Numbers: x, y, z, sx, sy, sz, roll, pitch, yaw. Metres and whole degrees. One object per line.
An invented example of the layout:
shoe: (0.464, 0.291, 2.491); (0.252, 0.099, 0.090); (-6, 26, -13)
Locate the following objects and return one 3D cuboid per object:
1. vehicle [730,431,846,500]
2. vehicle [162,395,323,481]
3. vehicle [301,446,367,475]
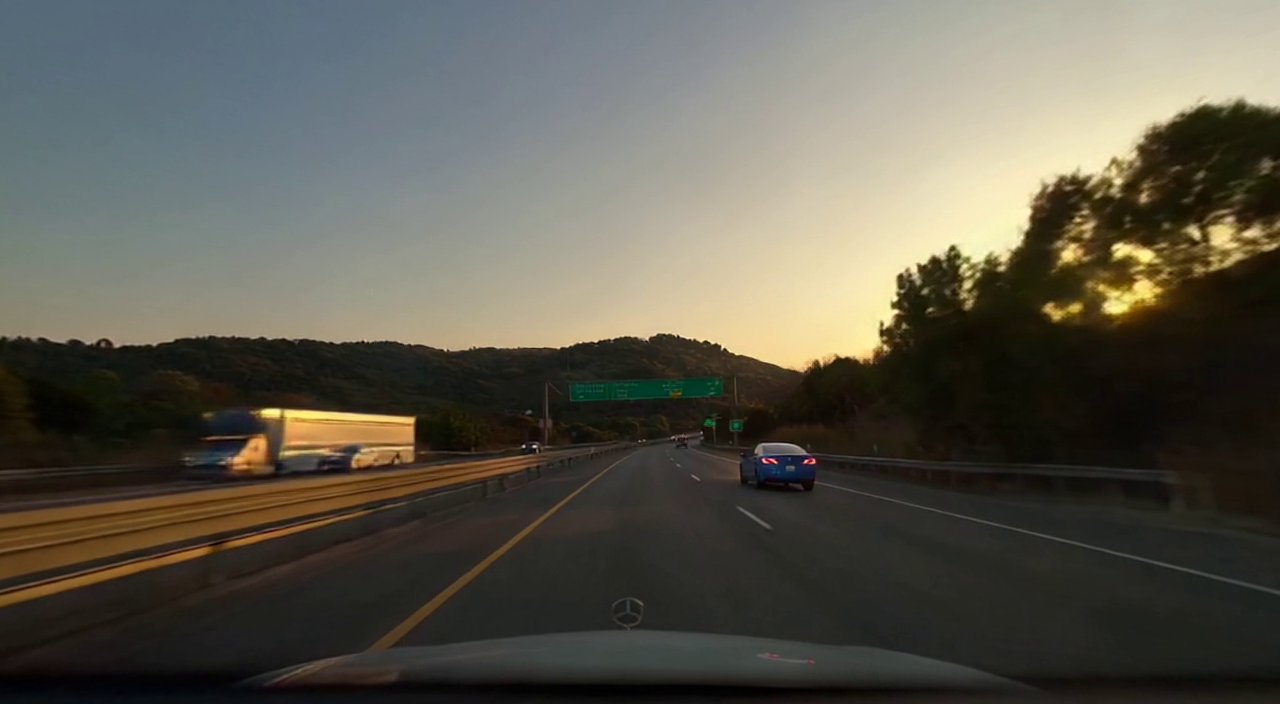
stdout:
vehicle: (3.627, 2.871, 16.306); (1.997, 1.515, 4.025); (0, -8, 0)
vehicle: (-22.271, 4.986, 36.273); (3.053, 4.238, 9.169); (-1, -8, 1)
vehicle: (-18.038, 6.400, 37.363); (1.930, 1.571, 3.868); (-1, -8, 1)
